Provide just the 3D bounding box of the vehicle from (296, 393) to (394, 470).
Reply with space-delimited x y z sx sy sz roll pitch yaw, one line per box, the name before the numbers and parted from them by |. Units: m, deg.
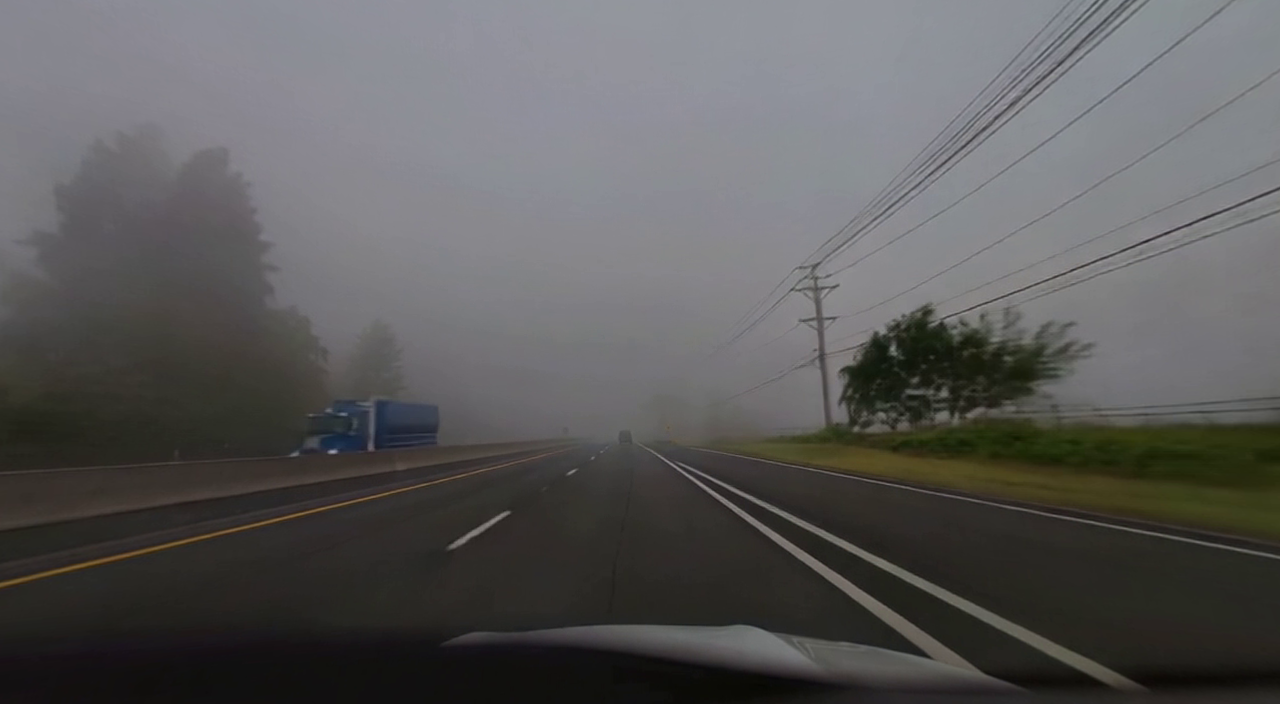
vehicle | -17.734 4.887 38.450 2.924 4.272 6.223 0 -8 -1
